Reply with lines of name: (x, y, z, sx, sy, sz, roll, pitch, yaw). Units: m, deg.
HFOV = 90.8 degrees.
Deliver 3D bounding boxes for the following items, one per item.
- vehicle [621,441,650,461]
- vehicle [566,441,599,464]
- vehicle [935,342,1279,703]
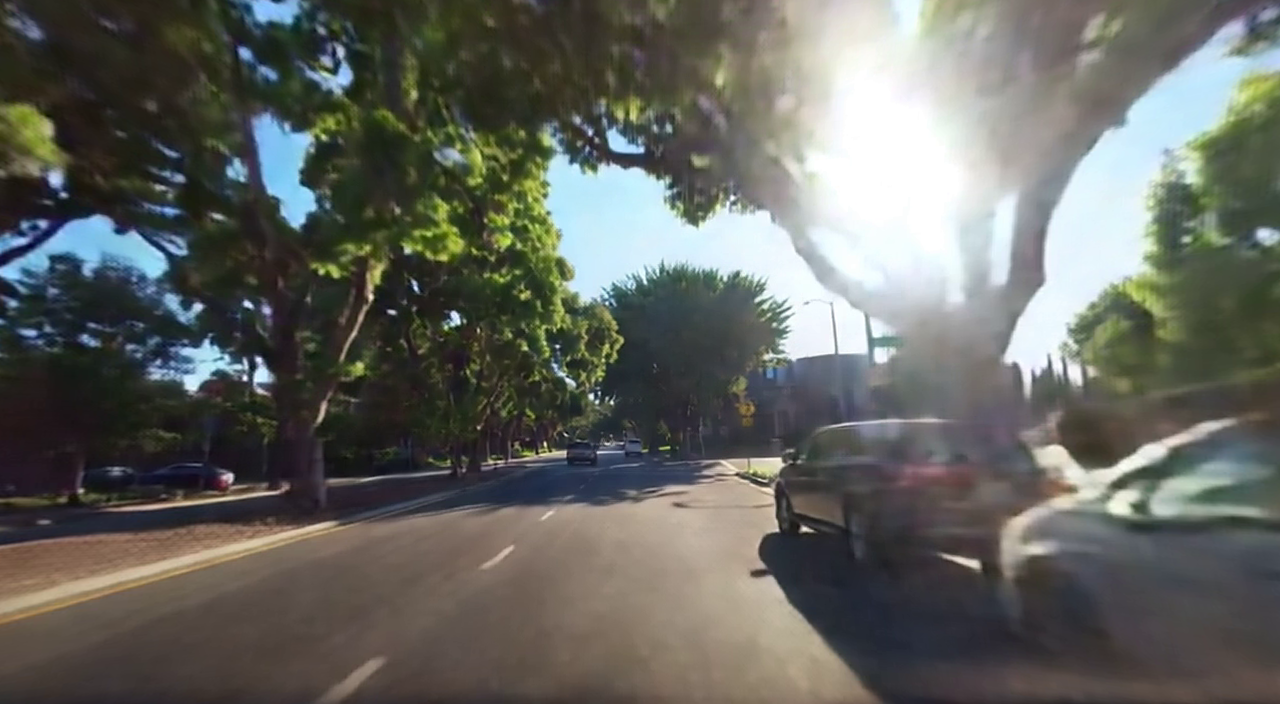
vehicle: (-0.388, 7.775, 49.680, 2.142, 1.548, 4.273, 0, -9, -1)
vehicle: (-4.294, 7.584, 47.766, 2.129, 1.668, 4.722, 0, -9, 0)
vehicle: (3.538, 0.912, 2.892, 2.113, 1.760, 4.432, 0, -9, -1)
